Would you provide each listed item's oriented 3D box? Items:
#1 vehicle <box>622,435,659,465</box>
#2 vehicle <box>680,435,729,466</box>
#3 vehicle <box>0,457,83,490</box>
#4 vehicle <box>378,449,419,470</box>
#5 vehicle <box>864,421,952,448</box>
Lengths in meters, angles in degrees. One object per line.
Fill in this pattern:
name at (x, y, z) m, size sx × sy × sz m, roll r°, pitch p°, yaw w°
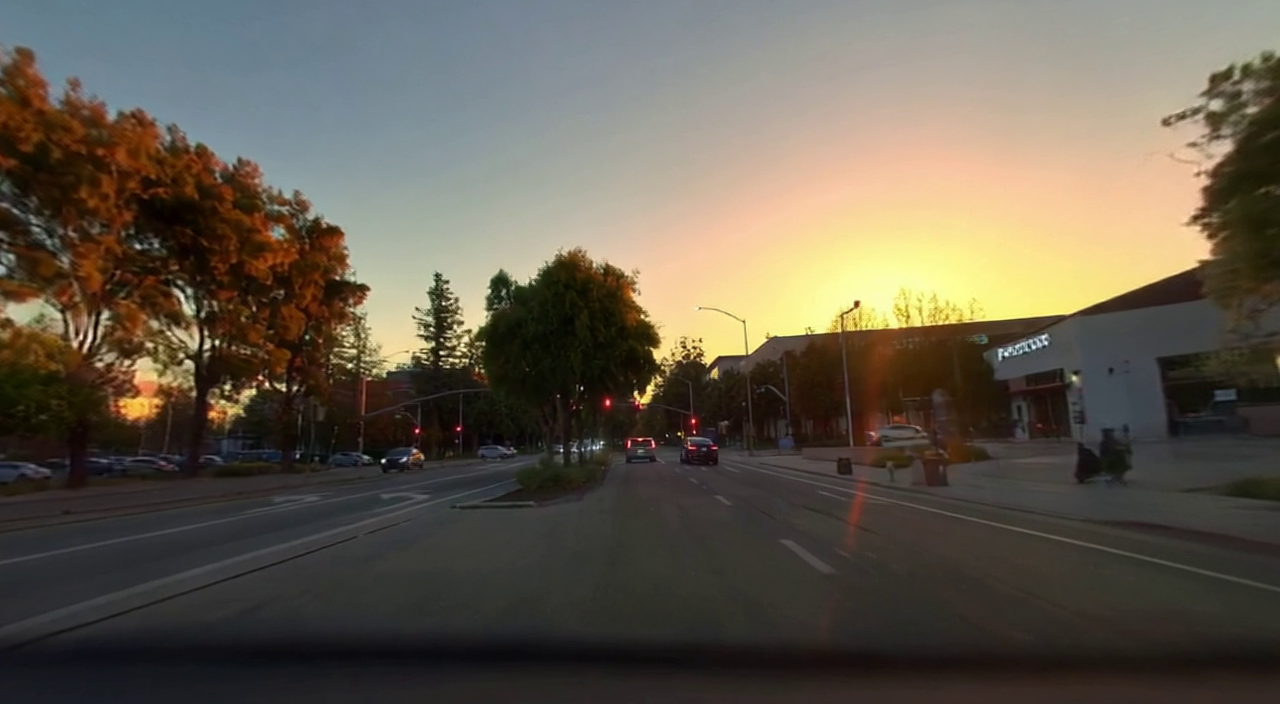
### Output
vehicle at (-0.038, 5.998, 38.810) m, size 2.146 × 1.685 × 4.003 m, roll 0°, pitch -8°, yaw -2°
vehicle at (3.645, 5.689, 36.688) m, size 2.198 × 1.660 × 4.512 m, roll 0°, pitch -8°, yaw -2°
vehicle at (-34.343, 6.769, 35.209) m, size 4.528 × 1.675 × 2.083 m, roll 5°, pitch -10°, yaw -31°
vehicle at (-18.726, 8.331, 49.237) m, size 1.832 × 1.515 × 4.369 m, roll 1°, pitch -8°, yaw -5°
vehicle at (15.745, 4.913, 37.295) m, size 4.344 × 1.512 × 1.936 m, roll -1°, pitch -8°, yaw 5°
